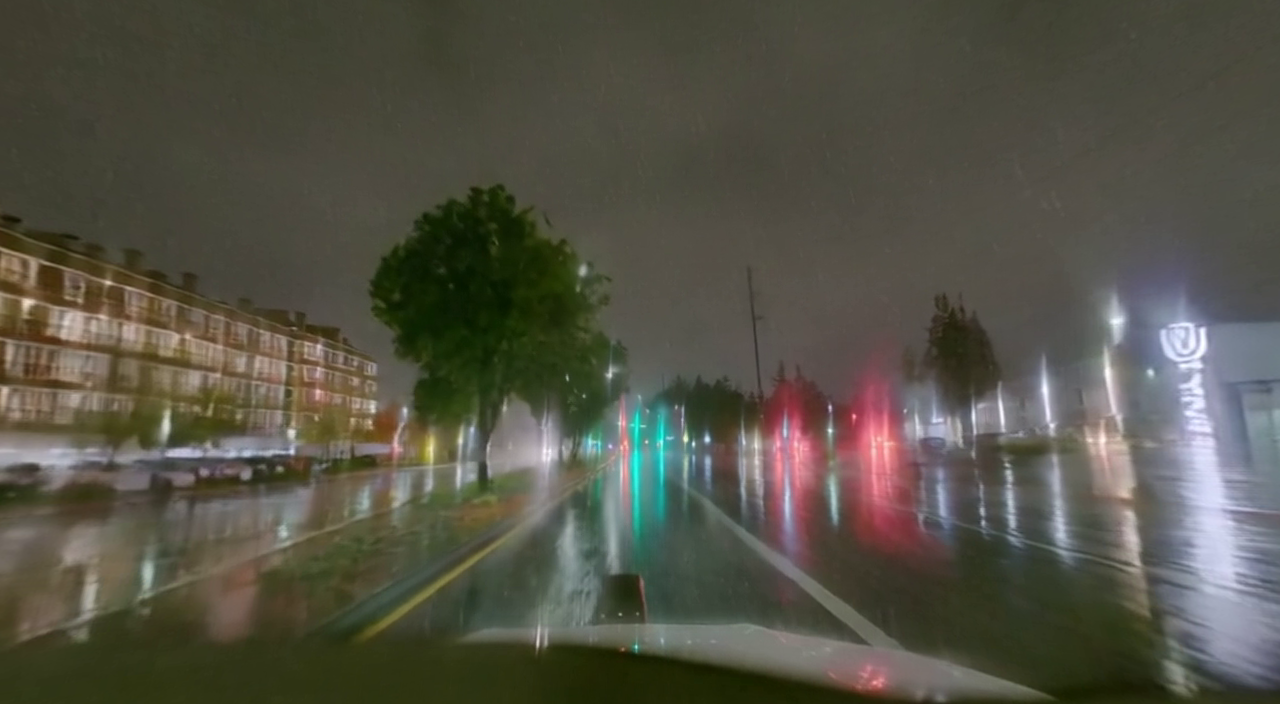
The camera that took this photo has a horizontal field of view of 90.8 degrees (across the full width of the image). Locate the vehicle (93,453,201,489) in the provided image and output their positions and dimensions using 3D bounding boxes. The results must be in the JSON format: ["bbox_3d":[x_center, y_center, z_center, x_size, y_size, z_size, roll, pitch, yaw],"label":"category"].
[{"bbox_3d":[-25.935,6.242,33.447,1.911,1.706,4.327,-1,-8,5],"label":"vehicle"}]

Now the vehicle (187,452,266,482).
[{"bbox_3d":[-25.474,7.058,39.153,1.979,1.652,4.678,0,-8,-5],"label":"vehicle"}]
